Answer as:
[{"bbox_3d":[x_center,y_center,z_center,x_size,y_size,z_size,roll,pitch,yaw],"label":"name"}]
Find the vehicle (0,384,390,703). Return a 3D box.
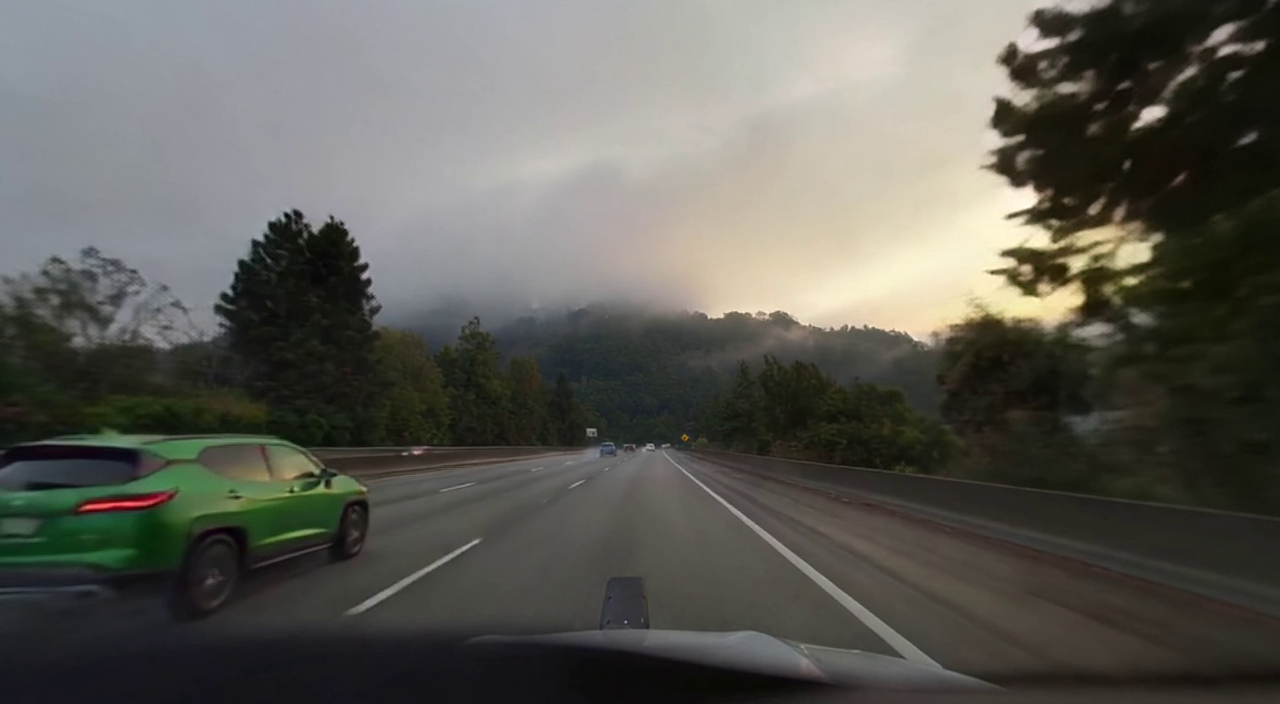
[{"bbox_3d":[-3.794,1.196,4.735,1.993,1.538,4.192,0,-8,2],"label":"vehicle"}]

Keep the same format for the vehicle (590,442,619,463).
[{"bbox_3d":[-2.698,7.720,48.525,2.015,1.561,4.469,0,-8,0],"label":"vehicle"}]
